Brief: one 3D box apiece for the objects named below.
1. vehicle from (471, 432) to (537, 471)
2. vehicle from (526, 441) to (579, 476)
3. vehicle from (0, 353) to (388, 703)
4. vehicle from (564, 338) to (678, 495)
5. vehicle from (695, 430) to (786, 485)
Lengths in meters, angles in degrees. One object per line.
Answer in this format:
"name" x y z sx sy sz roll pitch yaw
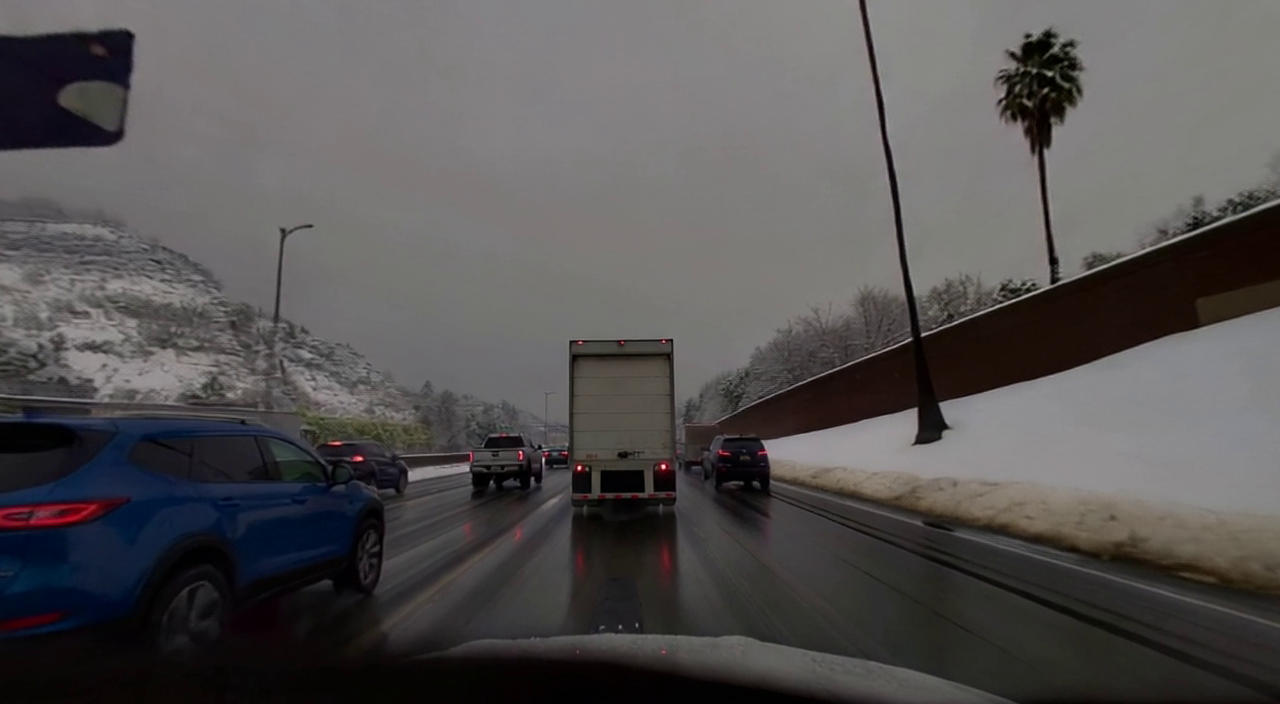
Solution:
"vehicle" -7.360 5.463 34.855 2.344 1.954 5.579 0 -9 1
"vehicle" -3.955 4.883 29.265 1.874 1.475 4.328 0 -9 -1
"vehicle" -3.240 1.069 3.694 1.885 1.654 4.103 0 -9 -1
"vehicle" -0.455 2.460 21.689 2.906 4.040 10.743 0 -9 0
"vehicle" 2.876 3.152 19.102 1.859 1.416 4.695 0 -9 -2
